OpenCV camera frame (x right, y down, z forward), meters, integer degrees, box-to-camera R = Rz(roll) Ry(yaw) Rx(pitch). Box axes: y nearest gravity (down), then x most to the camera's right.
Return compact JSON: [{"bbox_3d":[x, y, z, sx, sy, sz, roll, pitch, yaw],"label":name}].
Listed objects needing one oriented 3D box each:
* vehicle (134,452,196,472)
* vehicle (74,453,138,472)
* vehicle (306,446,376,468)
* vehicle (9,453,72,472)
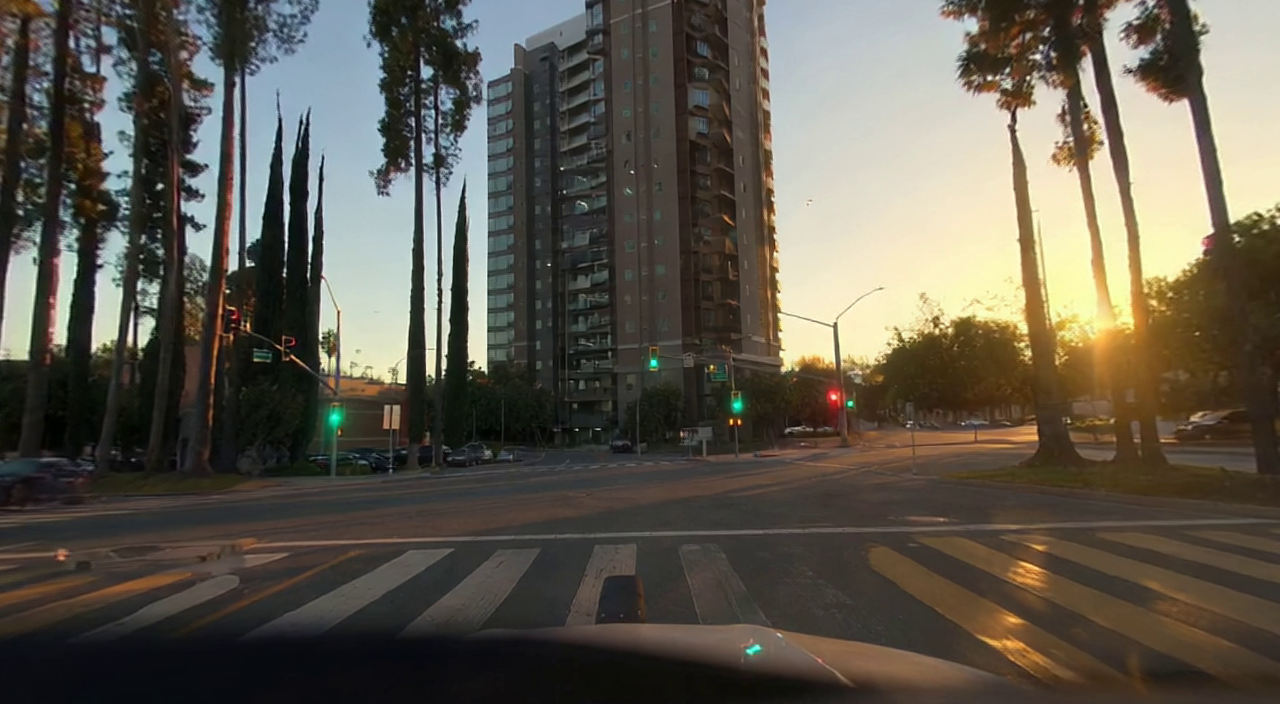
[{"bbox_3d":[-36.460,8.459,48.580,1.709,1.410,3.945,0,-9,-1],"label":"vehicle"},{"bbox_3d":[-41.410,8.568,49.086,1.651,1.379,3.787,0,-9,0],"label":"vehicle"},{"bbox_3d":[-22.011,7.763,46.570,4.207,1.508,1.875,-1,-9,3],"label":"vehicle"},{"bbox_3d":[-46.376,8.555,48.930,1.627,1.392,3.330,0,-9,-1],"label":"vehicle"}]
